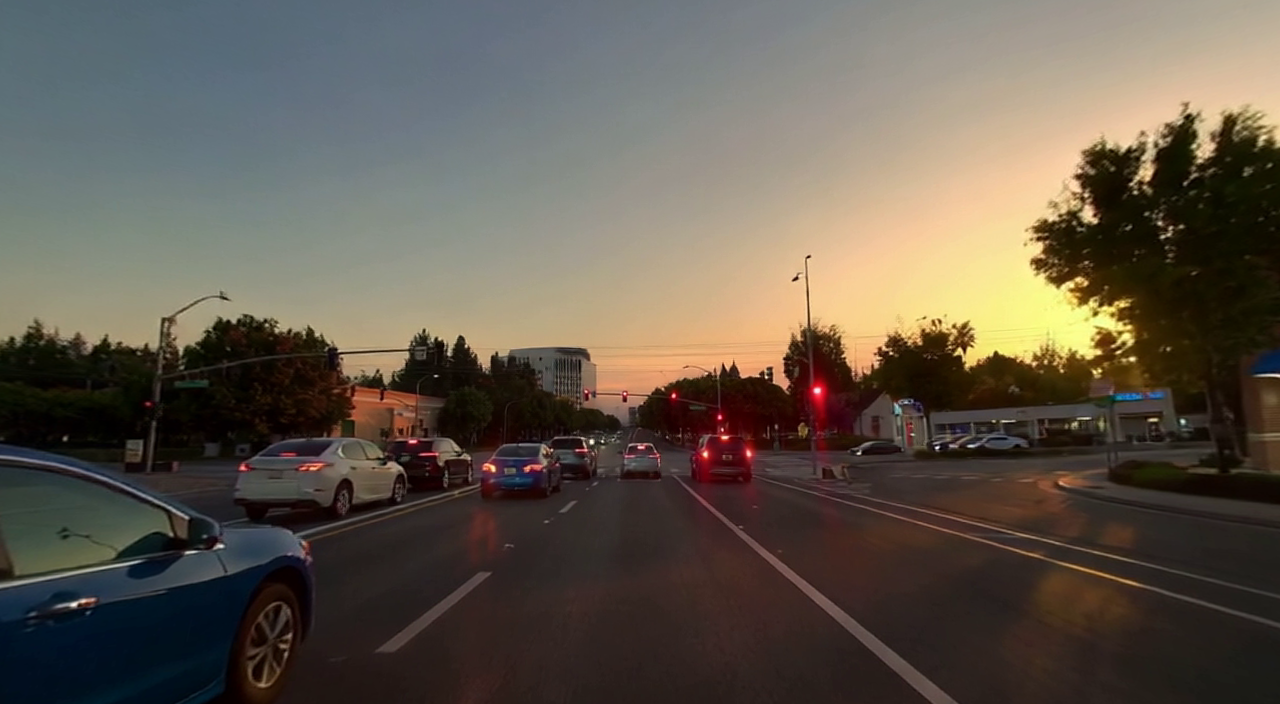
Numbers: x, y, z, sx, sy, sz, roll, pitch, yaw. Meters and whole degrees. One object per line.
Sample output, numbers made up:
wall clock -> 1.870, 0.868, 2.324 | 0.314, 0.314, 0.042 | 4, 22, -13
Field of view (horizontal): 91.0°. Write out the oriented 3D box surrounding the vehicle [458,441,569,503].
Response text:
vehicle -> -3.291, 3.226, 17.339 | 2.014, 1.472, 4.357 | 0, -9, 2

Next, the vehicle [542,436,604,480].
vehicle -> -2.745, 4.493, 26.866 | 2.072, 1.694, 4.070 | 0, -9, 2

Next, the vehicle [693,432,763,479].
vehicle -> 3.417, 4.152, 25.356 | 2.076, 1.691, 4.402 | 0, -9, -2

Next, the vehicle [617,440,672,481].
vehicle -> 0.196, 4.329, 25.340 | 2.032, 1.499, 3.994 | 0, -9, 1

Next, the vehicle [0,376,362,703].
vehicle -> -3.120, 0.836, 1.904 | 2.249, 1.517, 4.951 | 0, -9, 1
